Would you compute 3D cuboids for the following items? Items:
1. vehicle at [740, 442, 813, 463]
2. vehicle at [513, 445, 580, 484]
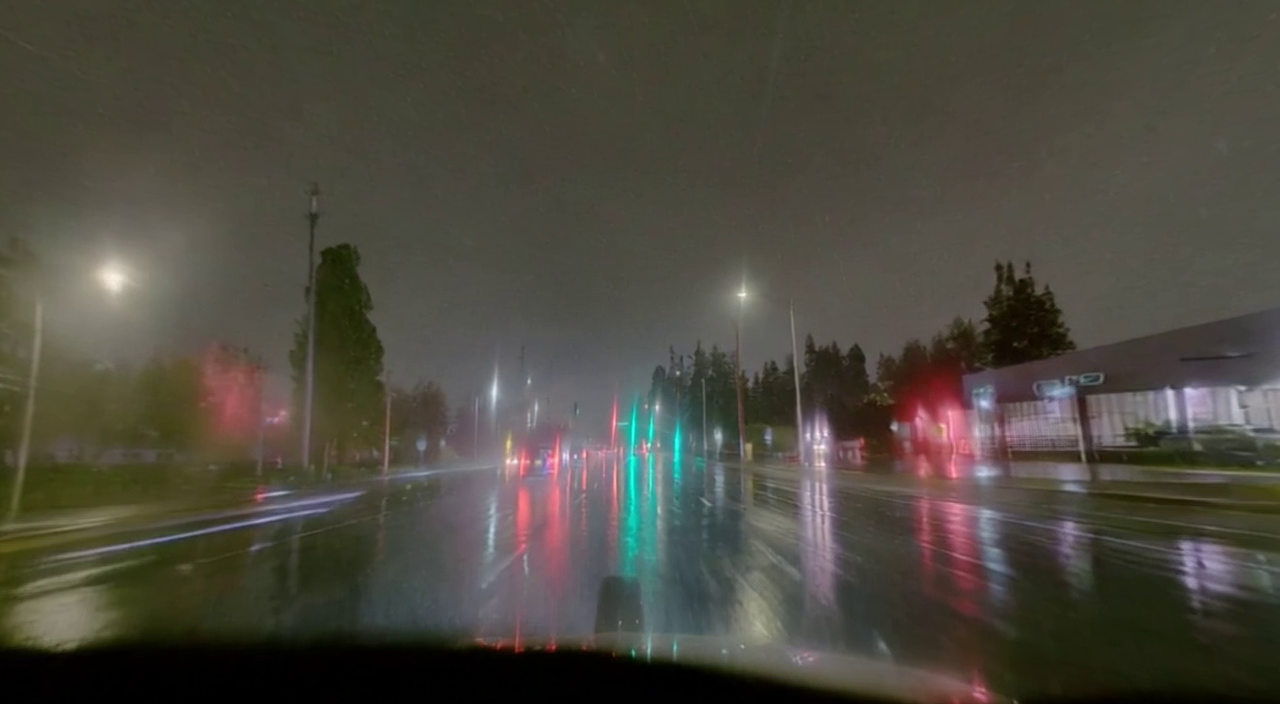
[{"bbox_3d":[10.229,7.544,47.326,4.885,1.576,2.024,1,-9,-6],"label":"vehicle"},{"bbox_3d":[-3.716,4.570,25.910,2.076,1.444,4.328,0,-9,0],"label":"vehicle"}]
